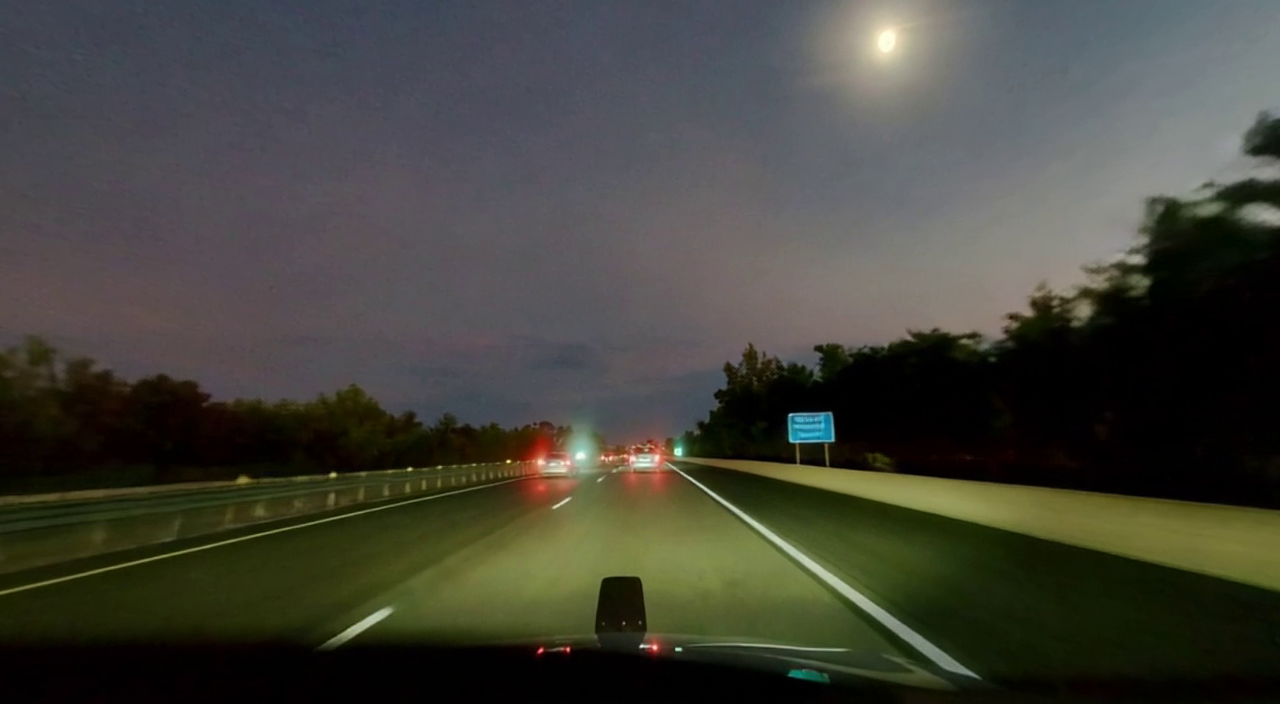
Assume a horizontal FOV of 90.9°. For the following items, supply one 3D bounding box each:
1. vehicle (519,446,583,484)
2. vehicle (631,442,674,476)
[{"bbox_3d":[-3.698,4.790,26.937,1.998,1.460,4.422,0,-9,1],"label":"vehicle"},{"bbox_3d":[0.623,5.782,34.246,2.172,1.687,3.929,0,-9,0],"label":"vehicle"}]
